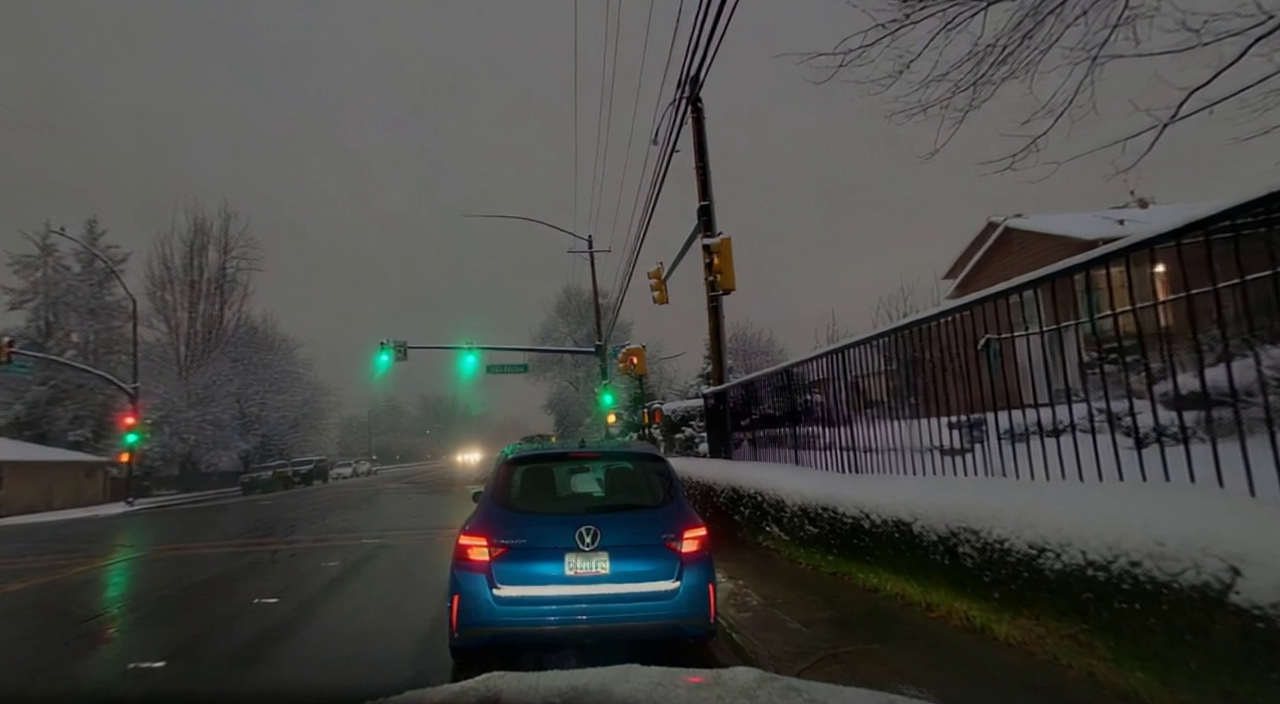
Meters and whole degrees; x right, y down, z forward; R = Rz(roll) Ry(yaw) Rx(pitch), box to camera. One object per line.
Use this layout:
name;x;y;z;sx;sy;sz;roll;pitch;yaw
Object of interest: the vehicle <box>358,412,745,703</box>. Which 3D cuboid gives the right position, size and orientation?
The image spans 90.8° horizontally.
vehicle;-0.721;1.358;5.247;2.024;1.502;3.702;1;-9;-9
